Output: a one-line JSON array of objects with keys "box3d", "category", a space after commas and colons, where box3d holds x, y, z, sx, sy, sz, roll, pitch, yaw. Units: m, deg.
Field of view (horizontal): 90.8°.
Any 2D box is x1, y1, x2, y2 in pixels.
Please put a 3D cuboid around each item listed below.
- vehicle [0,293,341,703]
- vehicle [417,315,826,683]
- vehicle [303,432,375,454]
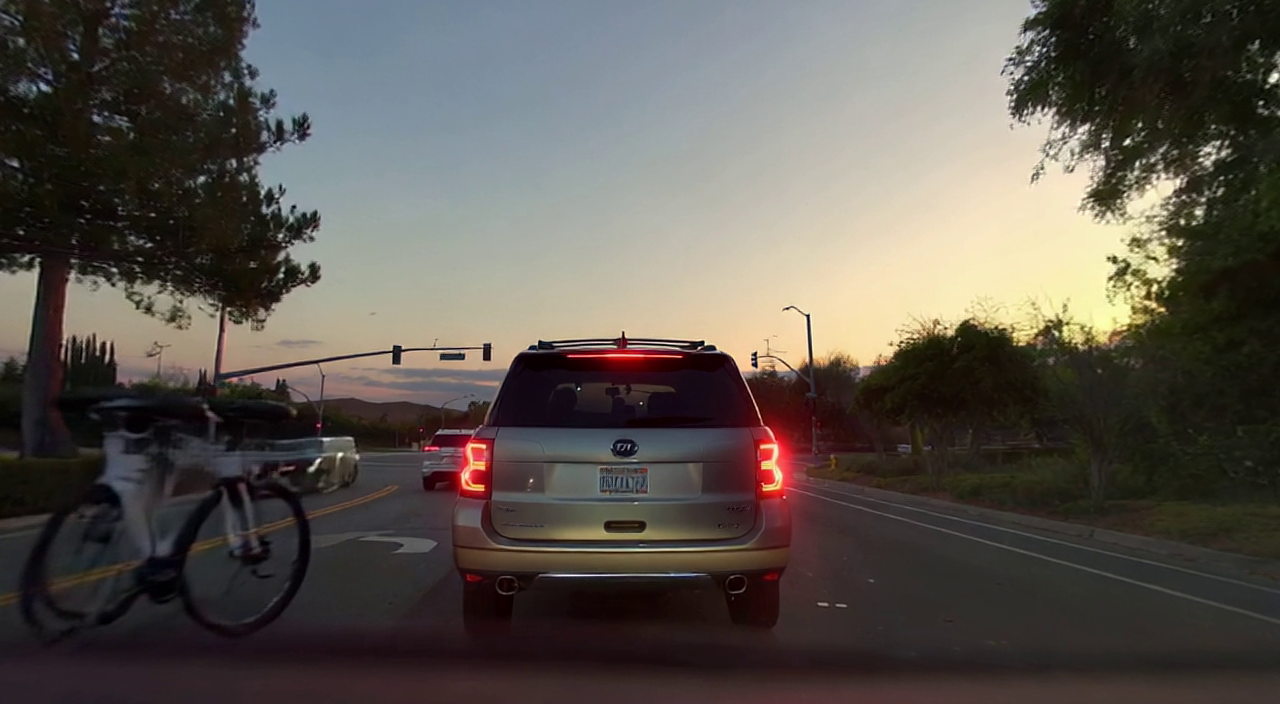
[{"box3d": [-3.476, 0.715, 2.180, 2.337, 1.858, 5.409, 0, -8, -1], "category": "vehicle"}, {"box3d": [-0.243, 1.156, 6.010, 2.333, 2.087, 4.586, 1, -8, -4], "category": "vehicle"}, {"box3d": [-23.178, 7.055, 48.722, 4.576, 1.632, 1.960, 1, -9, -8], "category": "vehicle"}]
